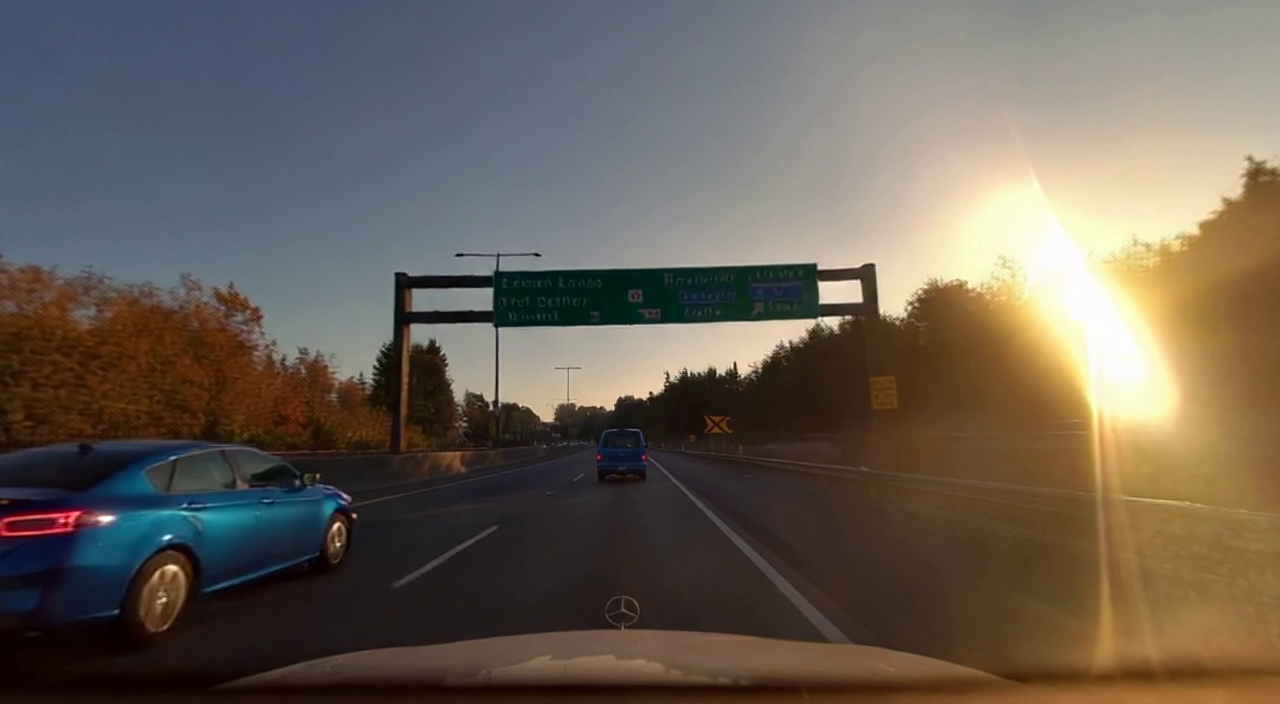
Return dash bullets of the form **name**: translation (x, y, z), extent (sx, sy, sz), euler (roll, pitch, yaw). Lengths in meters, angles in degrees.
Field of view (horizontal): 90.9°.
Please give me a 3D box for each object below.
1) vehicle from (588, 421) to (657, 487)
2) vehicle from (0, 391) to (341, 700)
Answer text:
- **vehicle**: translation (-0.584, 3.701, 23.065), extent (2.248, 2.154, 4.892), euler (0, -9, 0)
- **vehicle**: translation (-4.596, 1.306, 5.118), extent (2.198, 1.666, 4.311), euler (0, -9, 0)
